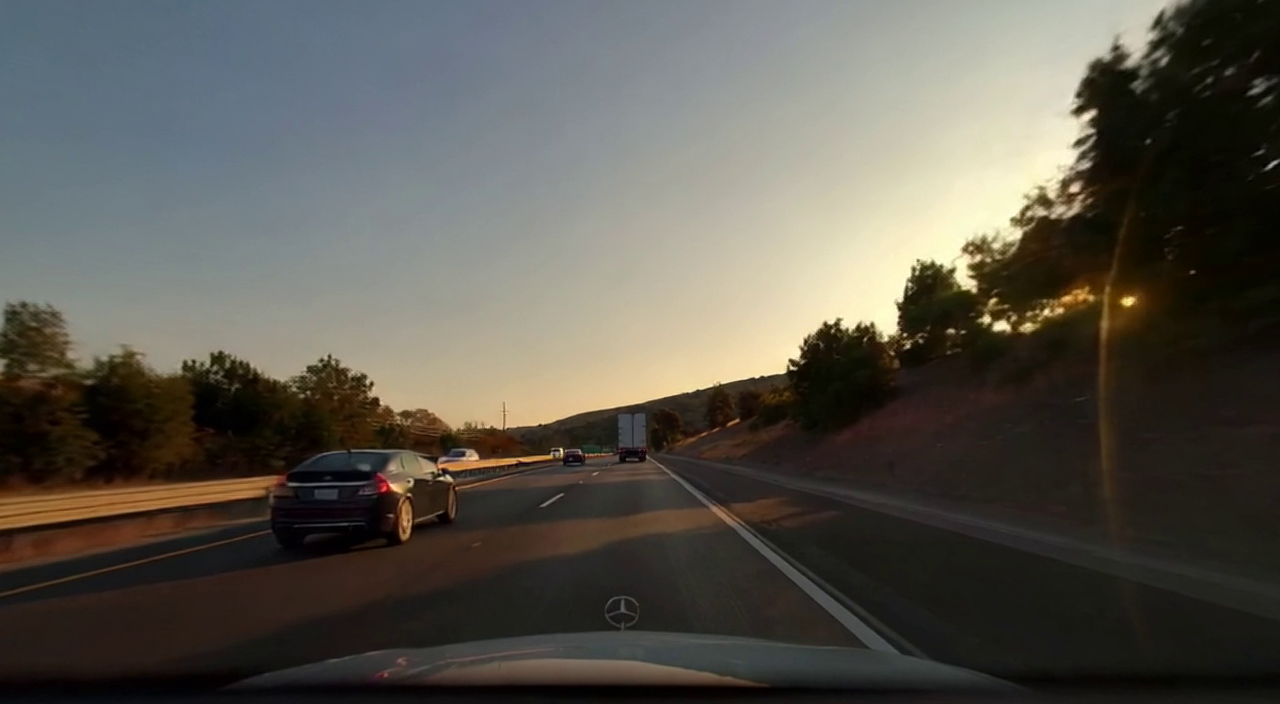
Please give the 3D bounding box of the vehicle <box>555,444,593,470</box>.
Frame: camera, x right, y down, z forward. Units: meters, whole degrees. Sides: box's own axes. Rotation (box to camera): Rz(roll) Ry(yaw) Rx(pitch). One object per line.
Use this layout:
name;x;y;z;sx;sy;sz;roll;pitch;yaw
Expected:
vehicle;-4.458;7.142;43.176;2.115;1.668;4.217;0;-9;0

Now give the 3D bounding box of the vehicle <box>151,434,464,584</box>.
vehicle;-3.974;1.920;8.535;1.978;1.507;4.062;0;-9;0
